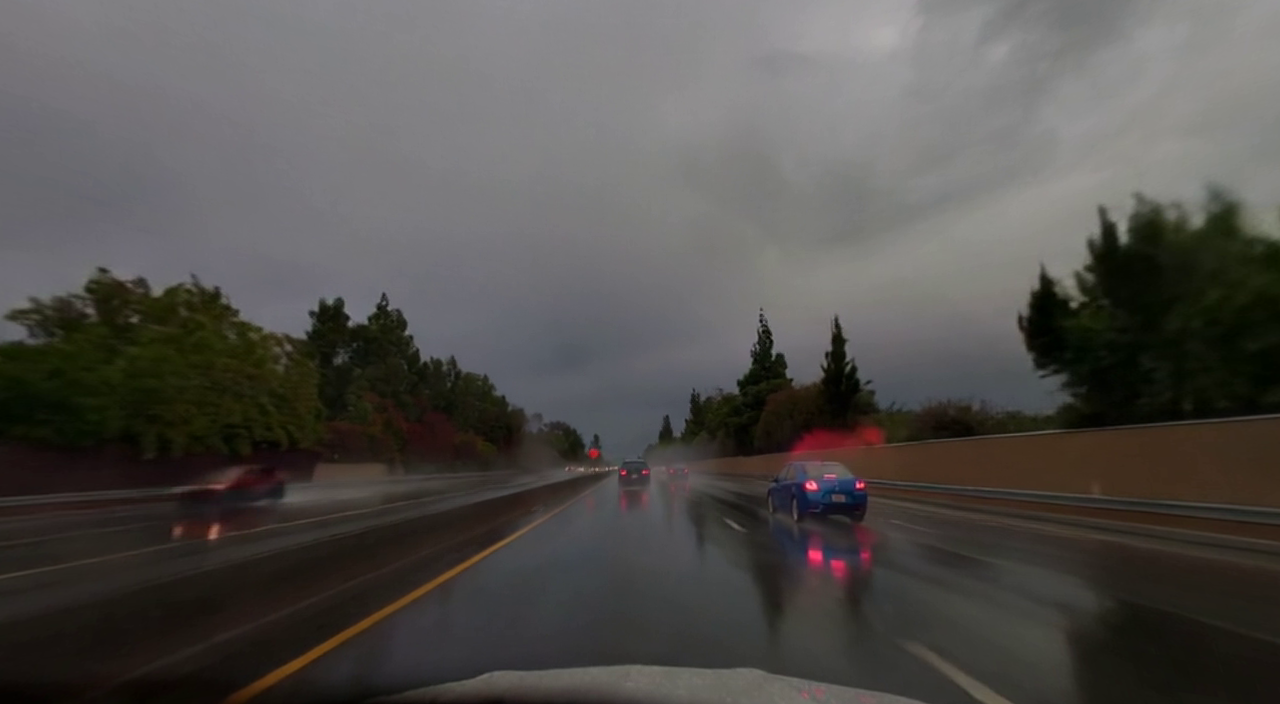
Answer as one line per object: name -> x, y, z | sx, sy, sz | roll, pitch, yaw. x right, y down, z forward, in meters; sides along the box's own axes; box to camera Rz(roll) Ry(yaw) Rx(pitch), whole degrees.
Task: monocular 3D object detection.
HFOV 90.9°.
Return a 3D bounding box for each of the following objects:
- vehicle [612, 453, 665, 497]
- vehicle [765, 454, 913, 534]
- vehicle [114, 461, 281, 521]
vehicle -> -0.048, 5.059, 26.021 | 2.037, 1.605, 3.833 | 1, -10, 0
vehicle -> 4.236, 3.102, 14.159 | 1.938, 1.494, 4.032 | 1, -10, -1
vehicle -> -12.625, 3.970, 18.351 | 1.966, 1.486, 3.941 | 1, -10, -1
